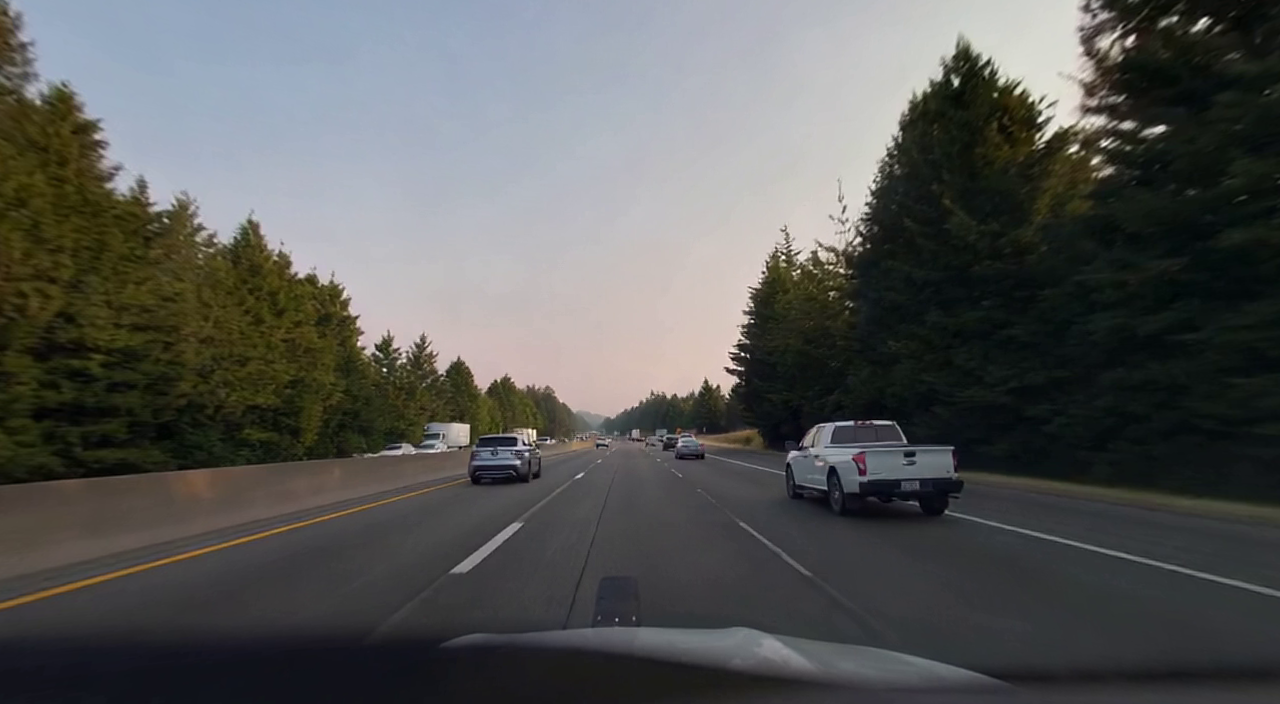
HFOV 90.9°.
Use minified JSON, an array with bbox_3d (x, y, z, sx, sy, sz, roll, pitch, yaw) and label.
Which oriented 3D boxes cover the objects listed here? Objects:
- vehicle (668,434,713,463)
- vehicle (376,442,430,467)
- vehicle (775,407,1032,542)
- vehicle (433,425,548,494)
[{"bbox_3d":[2.659,5.172,34.067,1.990,1.480,3.865,0,-8,-2],"label":"vehicle"},{"bbox_3d":[-15.790,6.840,42.276,1.928,1.502,4.794,0,-8,-2],"label":"vehicle"},{"bbox_3d":[3.753,1.822,10.157,1.949,1.639,4.748,0,-8,-2],"label":"vehicle"},{"bbox_3d":[-3.889,2.860,17.345,2.011,1.614,4.808,0,-8,0],"label":"vehicle"}]
